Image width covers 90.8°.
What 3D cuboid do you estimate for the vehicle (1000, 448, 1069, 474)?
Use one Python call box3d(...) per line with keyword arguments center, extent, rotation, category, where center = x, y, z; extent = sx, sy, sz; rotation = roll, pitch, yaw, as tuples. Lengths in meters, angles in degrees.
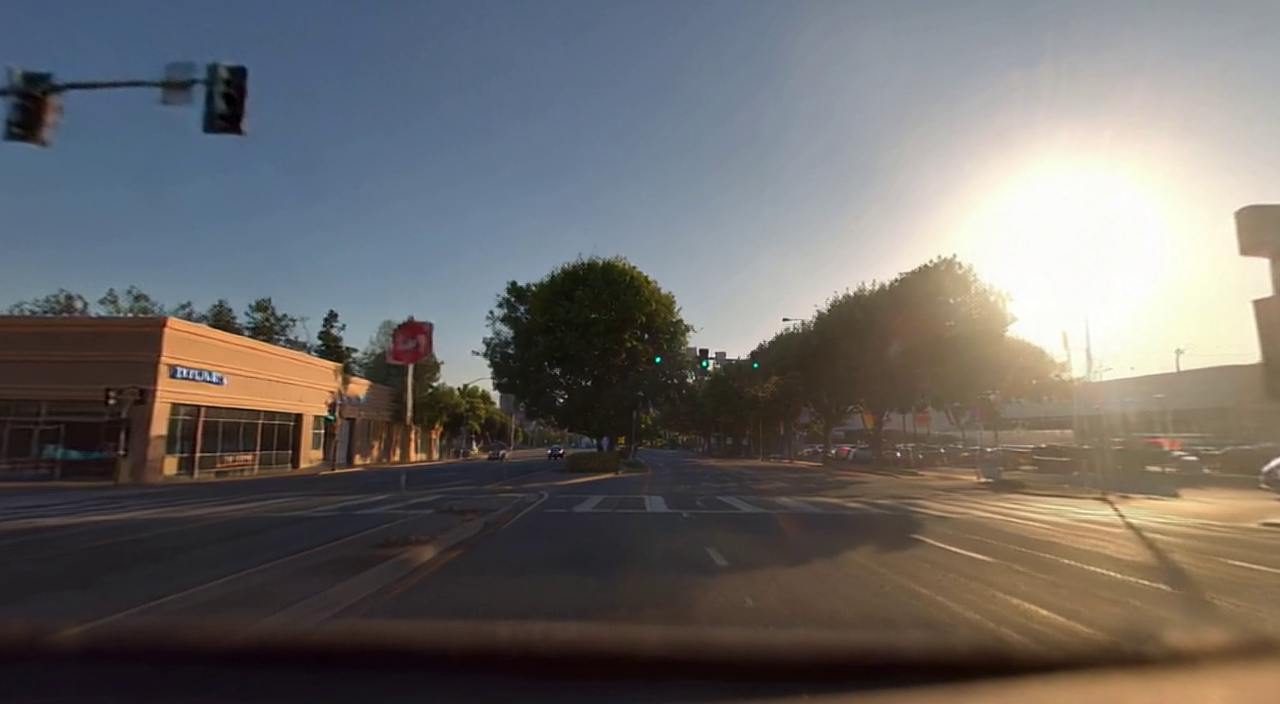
box3d(center=(27.396, 7.560, 44.092), extent=(1.929, 1.613, 4.530), rotation=(0, -8, 1), category="vehicle")
